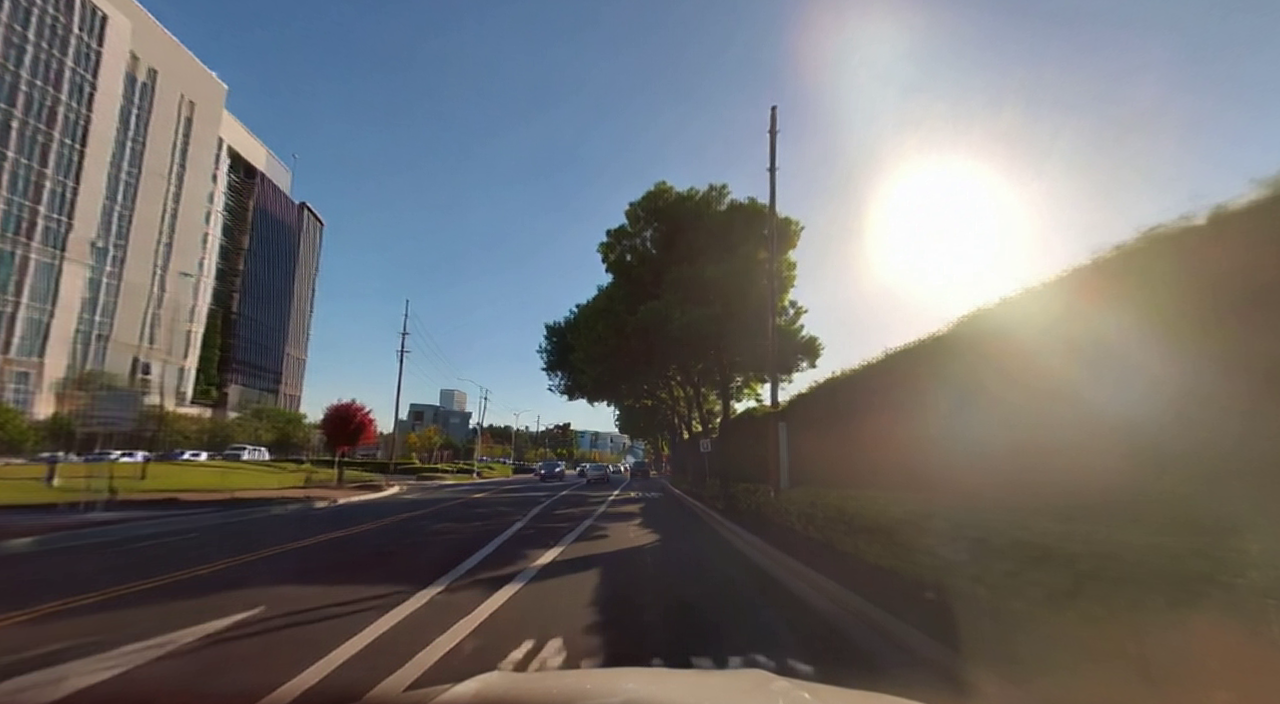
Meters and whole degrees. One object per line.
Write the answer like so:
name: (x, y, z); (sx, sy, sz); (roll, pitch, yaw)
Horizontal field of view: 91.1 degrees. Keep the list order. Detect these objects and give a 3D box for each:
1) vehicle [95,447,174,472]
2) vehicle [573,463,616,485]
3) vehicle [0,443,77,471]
vehicle: (-31.007, 6.581, 38.521); (3.795, 1.474, 1.828); (-3, -11, 18)
vehicle: (-3.483, 9.523, 49.097); (2.067, 1.629, 3.858); (-3, -11, 18)
vehicle: (-32.815, 5.687, 33.854); (3.977, 1.439, 1.775); (-3, -11, 20)
